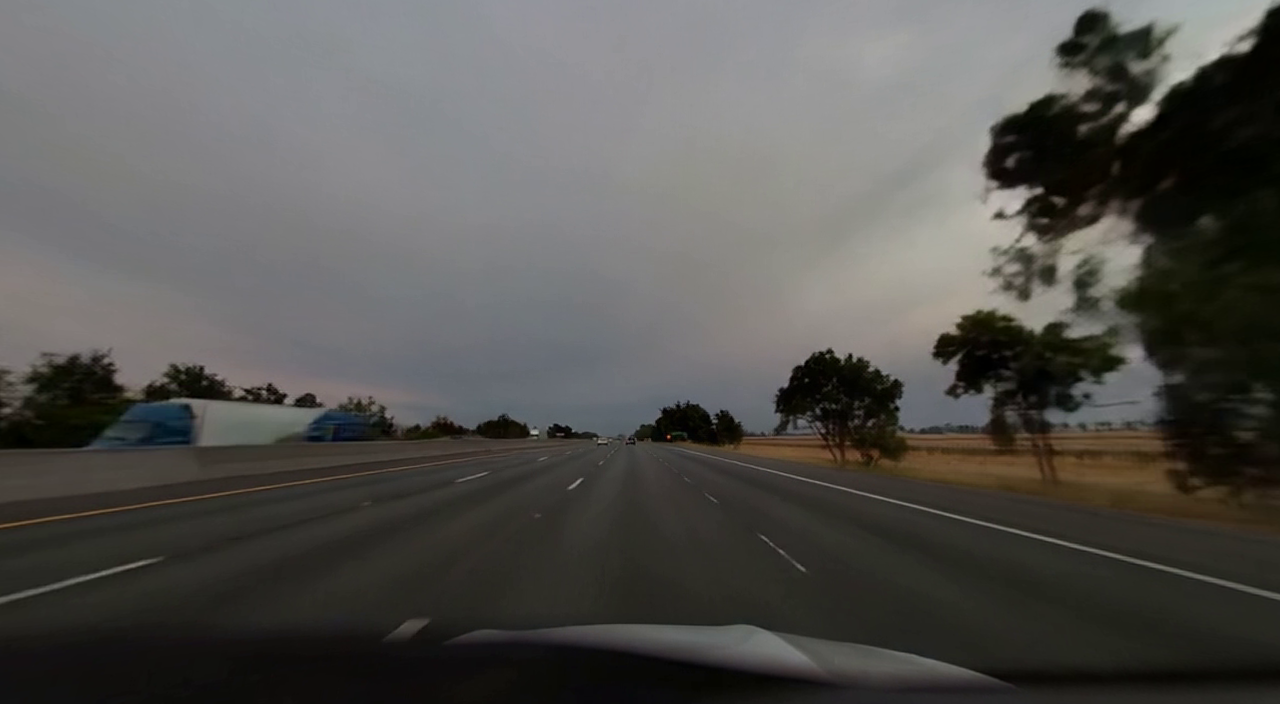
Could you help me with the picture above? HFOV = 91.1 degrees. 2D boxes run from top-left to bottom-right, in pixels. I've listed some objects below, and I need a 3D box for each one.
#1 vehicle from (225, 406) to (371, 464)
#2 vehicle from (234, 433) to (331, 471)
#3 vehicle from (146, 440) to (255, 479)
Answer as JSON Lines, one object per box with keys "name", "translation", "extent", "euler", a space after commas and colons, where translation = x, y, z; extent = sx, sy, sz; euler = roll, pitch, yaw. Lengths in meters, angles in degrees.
{"name": "vehicle", "translation": [-23.690, 5.957, 44.990], "extent": [3.162, 3.528, 13.512], "euler": [0, -8, -1]}
{"name": "vehicle", "translation": [-15.948, 4.459, 28.343], "extent": [1.909, 1.534, 4.298], "euler": [0, -8, -2]}
{"name": "vehicle", "translation": [-19.467, 4.742, 28.120], "extent": [1.882, 1.540, 4.180], "euler": [0, -8, -1]}
